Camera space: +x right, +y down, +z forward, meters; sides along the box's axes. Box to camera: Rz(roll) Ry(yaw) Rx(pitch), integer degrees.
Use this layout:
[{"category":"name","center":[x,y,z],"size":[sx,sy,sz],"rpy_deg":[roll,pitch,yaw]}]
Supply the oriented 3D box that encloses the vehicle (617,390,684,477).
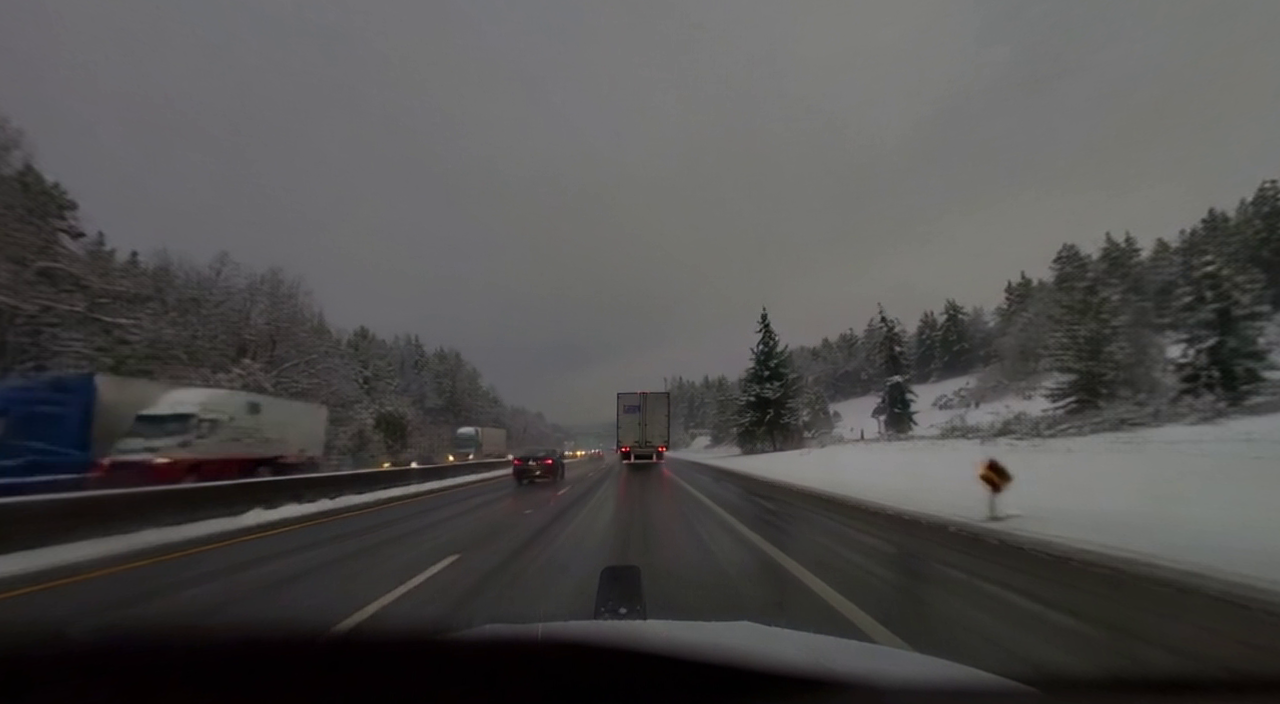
[{"category":"vehicle","center":[0.381,4.352,32.754],"size":[2.959,3.828,9.617],"rpy_deg":[0,-9,-1]}]

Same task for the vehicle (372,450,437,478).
[{"category":"vehicle","center":[-13.383,6.396,36.152],"size":[1.928,1.490,4.689],"rpy_deg":[0,-9,0]}]

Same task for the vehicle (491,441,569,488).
[{"category":"vehicle","center":[-3.991,4.192,23.783],"size":[2.074,1.546,4.946],"rpy_deg":[0,-9,0]}]

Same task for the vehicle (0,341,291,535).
[{"category":"vehicle","center":[-13.438,2.336,16.399],"size":[3.118,3.575,9.694],"rpy_deg":[0,-9,0]}]
